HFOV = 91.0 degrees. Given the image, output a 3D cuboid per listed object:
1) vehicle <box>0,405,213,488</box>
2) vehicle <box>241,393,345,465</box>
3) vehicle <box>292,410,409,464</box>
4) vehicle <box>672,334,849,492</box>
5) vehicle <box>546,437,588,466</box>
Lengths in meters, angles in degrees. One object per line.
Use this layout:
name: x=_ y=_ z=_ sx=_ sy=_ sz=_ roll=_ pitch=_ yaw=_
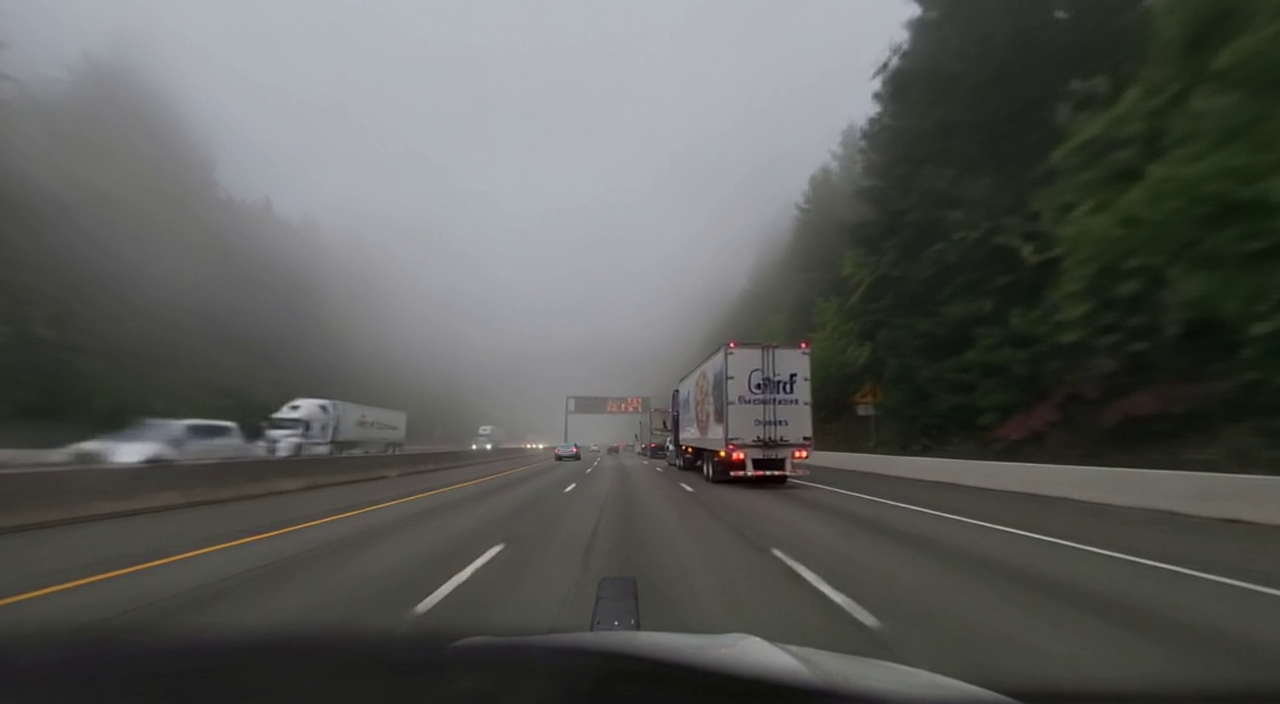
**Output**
vehicle: x=-13.147 y=2.267 z=15.206 sx=2.080 sy=1.652 sz=5.232 roll=0 pitch=-8 yaw=-2
vehicle: x=-20.978 y=4.746 z=38.538 sx=3.161 sy=3.935 sz=6.116 roll=-1 pitch=-8 yaw=-4
vehicle: x=-21.136 y=6.438 z=47.437 sx=2.782 sy=3.431 sz=14.254 roll=0 pitch=-8 yaw=-3
vehicle: x=3.380 y=2.471 z=22.794 sx=3.116 sy=3.992 sz=13.748 roll=0 pitch=-8 yaw=-2
vehicle: x=-4.490 y=6.148 z=39.138 sx=2.206 sy=1.644 sz=4.027 roll=0 pitch=-8 yaw=-1
